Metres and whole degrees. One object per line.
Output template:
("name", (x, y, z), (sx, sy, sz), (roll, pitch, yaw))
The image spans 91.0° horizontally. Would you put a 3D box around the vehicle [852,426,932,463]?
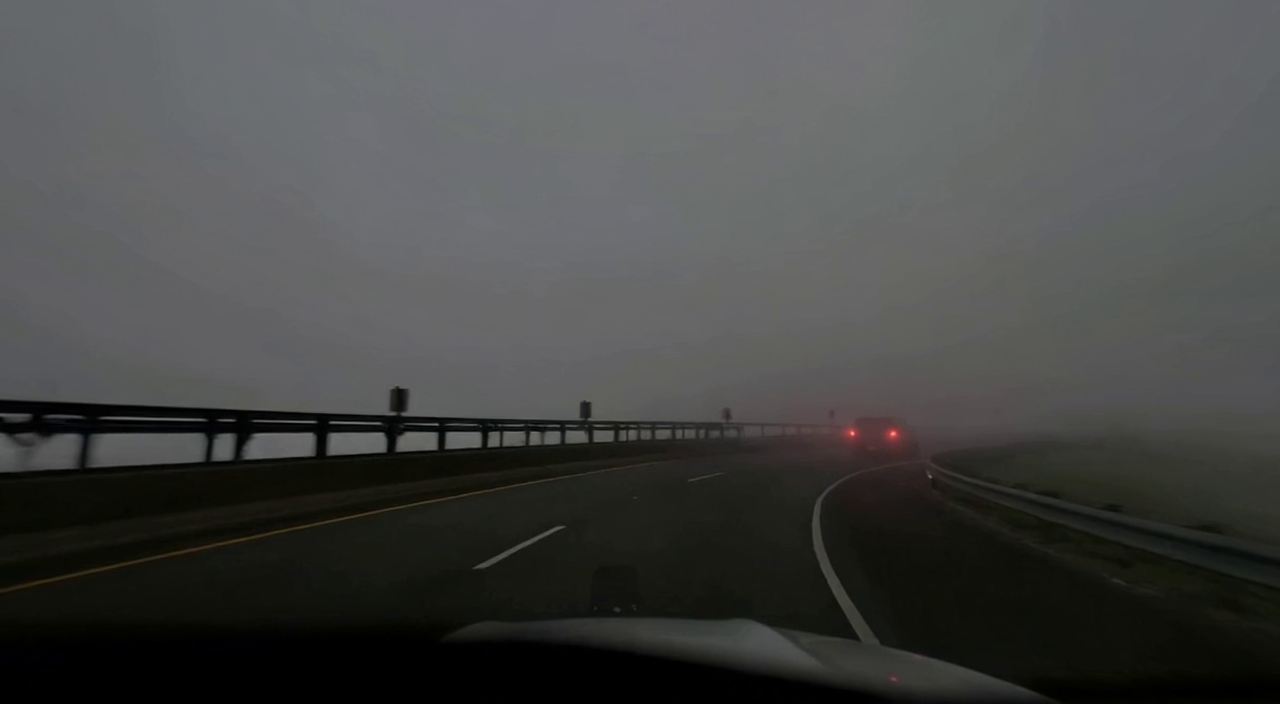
("vehicle", (11.147, 4.043, 27.740), (2.028, 1.440, 3.970), (-5, -9, 41))
